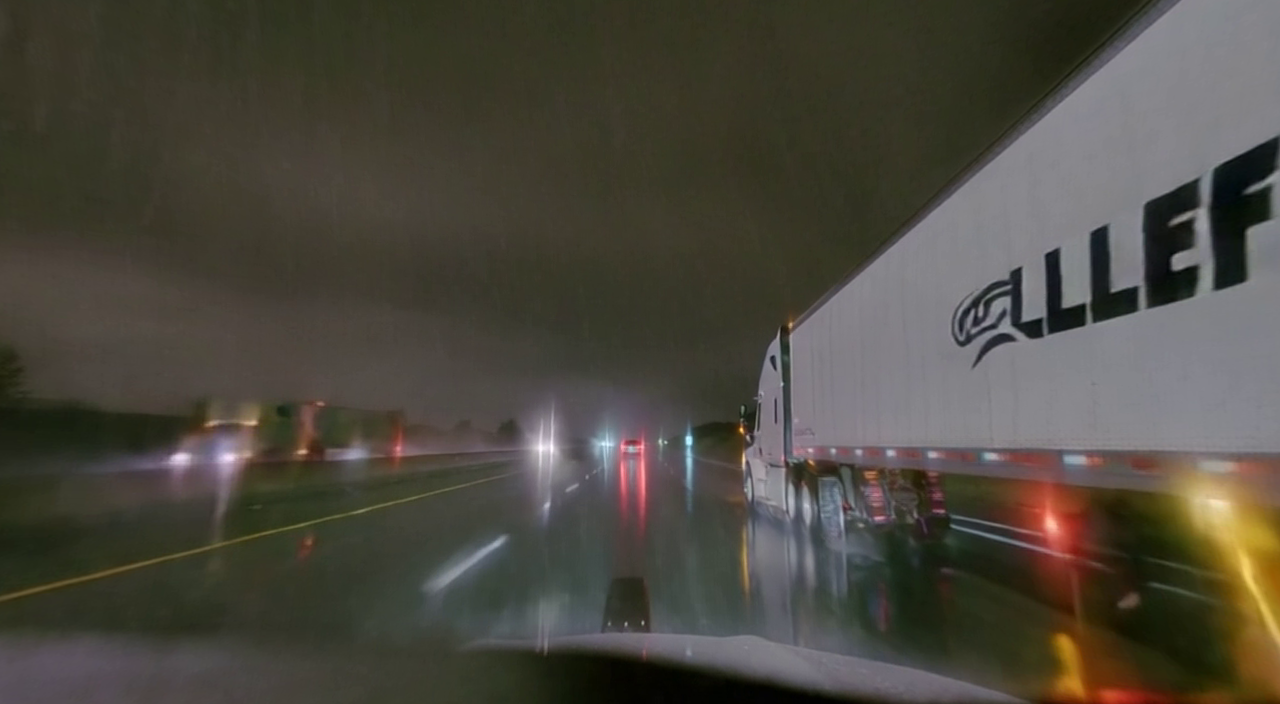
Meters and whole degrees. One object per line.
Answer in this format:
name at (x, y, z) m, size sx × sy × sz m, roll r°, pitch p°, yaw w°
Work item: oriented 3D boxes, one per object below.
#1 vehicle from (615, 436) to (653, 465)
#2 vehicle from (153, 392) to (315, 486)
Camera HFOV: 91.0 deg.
vehicle at (-0.372, 5.856, 37.592) m, size 2.111 × 1.635 × 4.177 m, roll 0°, pitch -8°, yaw -1°
vehicle at (-18.597, 4.085, 29.531) m, size 2.875 × 3.862 × 6.867 m, roll 0°, pitch -8°, yaw 0°
